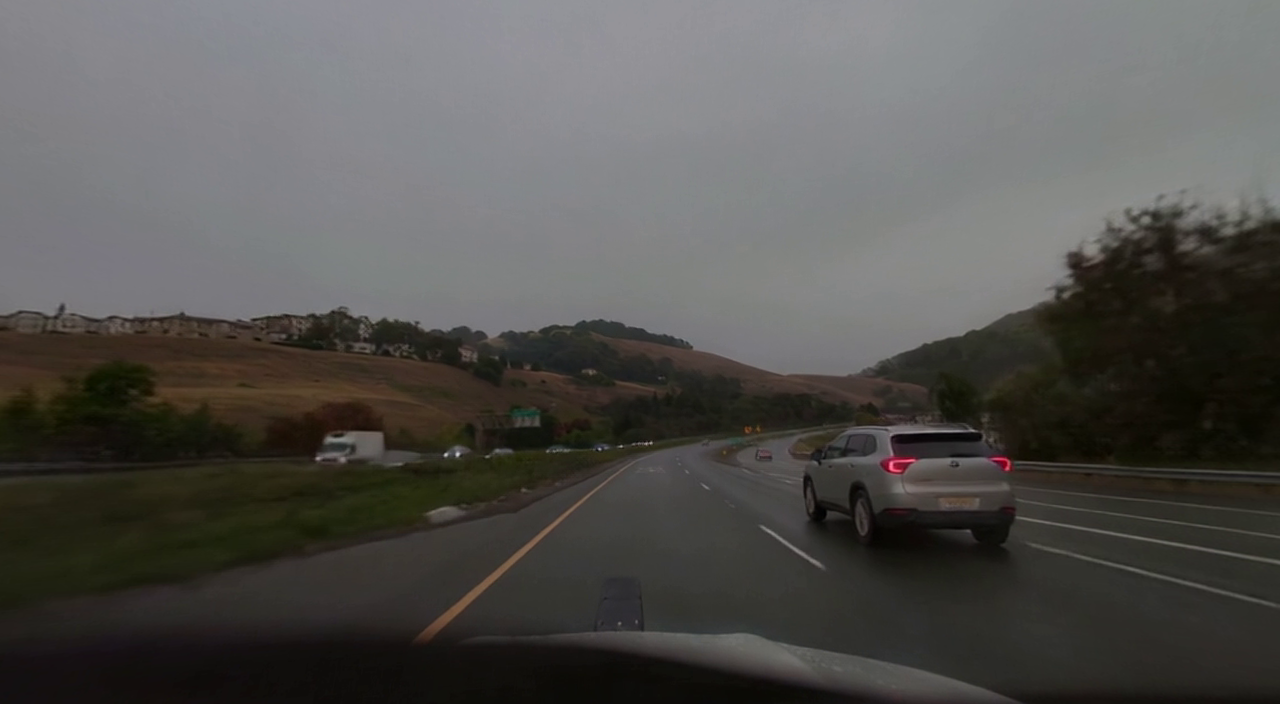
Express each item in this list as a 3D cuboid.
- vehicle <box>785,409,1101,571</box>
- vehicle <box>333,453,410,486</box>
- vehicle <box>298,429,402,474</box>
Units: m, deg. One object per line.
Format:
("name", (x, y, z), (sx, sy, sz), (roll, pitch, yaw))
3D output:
("vehicle", (3.889, 1.871, 9.316), (2.318, 1.766, 4.587), (0, -9, -1))
("vehicle", (-13.311, 5.826, 31.516), (1.887, 1.459, 4.376), (0, -9, 1))
("vehicle", (-20.460, 7.109, 45.267), (2.909, 2.854, 9.153), (0, -9, 2))
